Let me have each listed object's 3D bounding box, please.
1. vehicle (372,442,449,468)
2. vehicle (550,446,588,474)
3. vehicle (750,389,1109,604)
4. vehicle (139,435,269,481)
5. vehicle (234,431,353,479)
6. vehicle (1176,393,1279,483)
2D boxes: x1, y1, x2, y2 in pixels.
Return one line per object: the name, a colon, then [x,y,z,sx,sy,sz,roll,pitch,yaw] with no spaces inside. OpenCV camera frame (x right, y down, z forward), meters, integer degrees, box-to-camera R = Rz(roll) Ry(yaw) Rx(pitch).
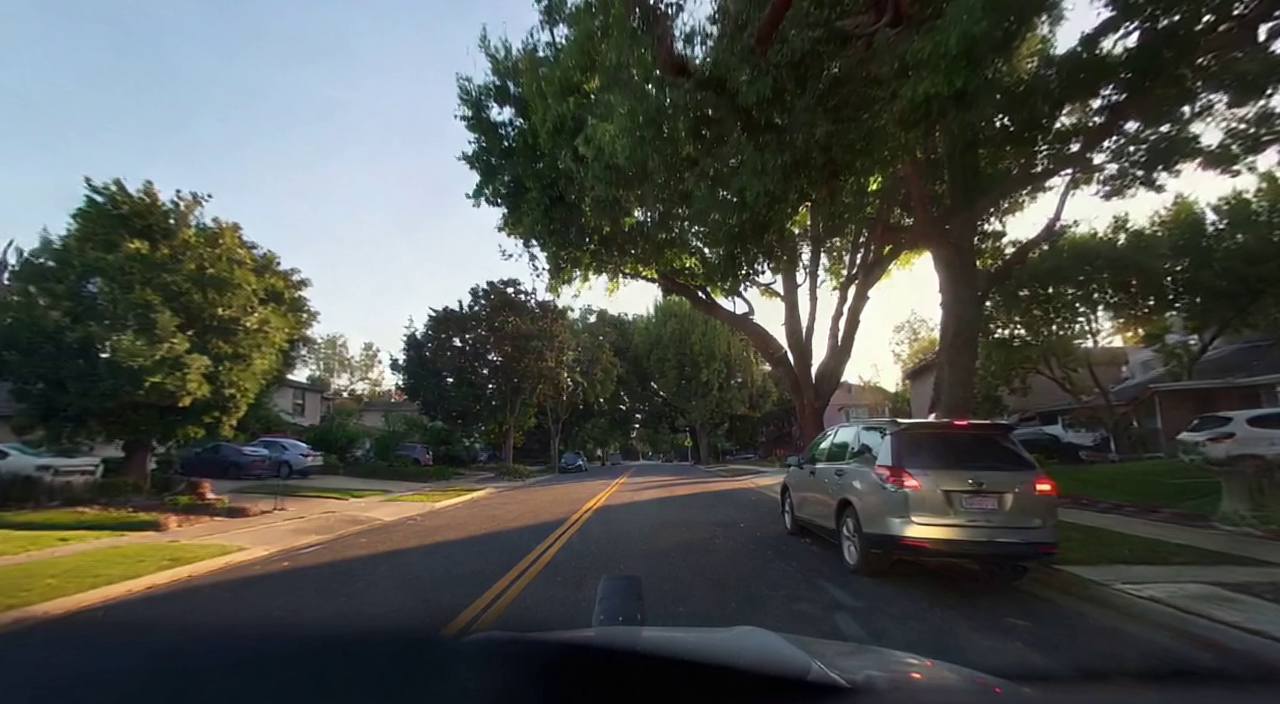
vehicle: [-14.005,6.263,38.409,4.668,1.491,1.941,-6,-10,32]
vehicle: [-4.946,7.599,44.625,1.924,1.765,4.542,-4,-10,3]
vehicle: [2.954,1.641,8.212,2.150,1.811,5.461,-1,-8,1]
vehicle: [-16.224,3.912,23.470,4.526,1.539,2.120,-5,-10,30]
vehicle: [-14.024,4.145,25.534,4.537,1.751,2.051,-5,-10,29]
vehicle: [16.977,2.249,15.371,5.764,2.067,2.261,0,-9,35]
